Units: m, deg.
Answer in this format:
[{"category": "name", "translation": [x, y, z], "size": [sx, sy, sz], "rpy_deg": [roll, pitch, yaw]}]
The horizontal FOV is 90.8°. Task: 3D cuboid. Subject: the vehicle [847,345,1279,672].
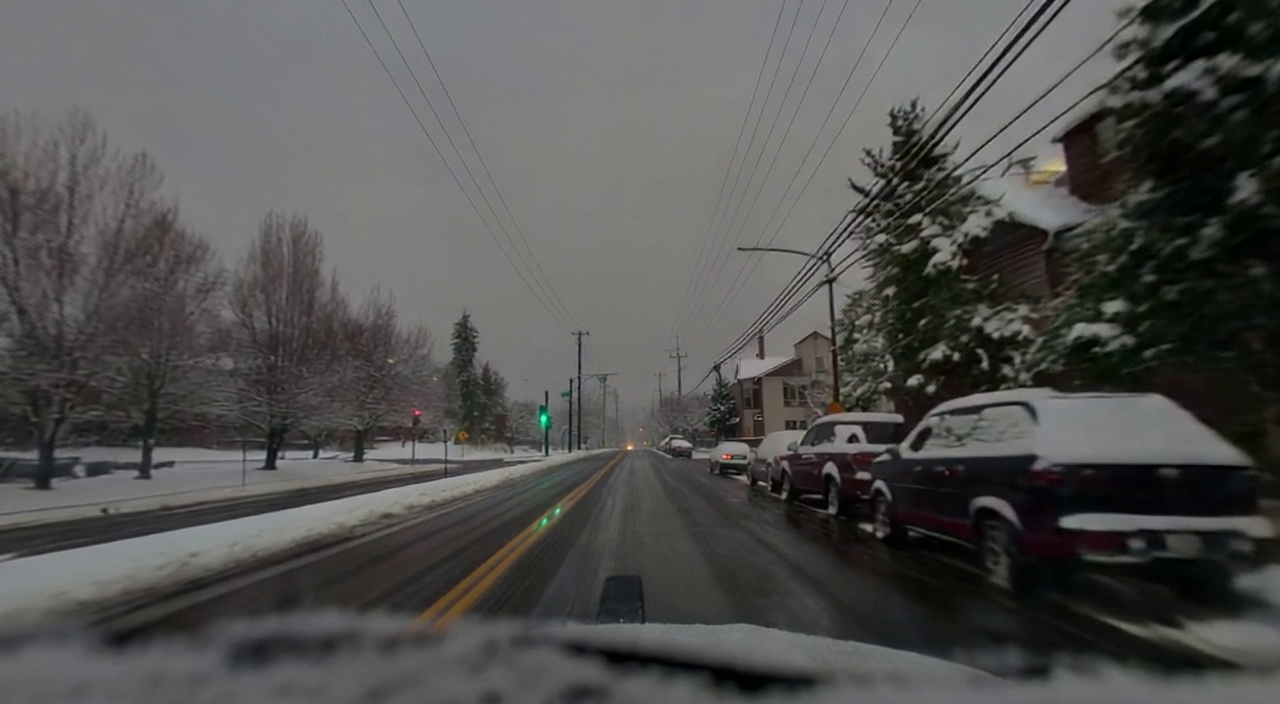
[{"category": "vehicle", "translation": [4.016, 1.279, 6.319], "size": [2.056, 1.941, 4.955], "rpy_deg": [0, -8, -2]}]
